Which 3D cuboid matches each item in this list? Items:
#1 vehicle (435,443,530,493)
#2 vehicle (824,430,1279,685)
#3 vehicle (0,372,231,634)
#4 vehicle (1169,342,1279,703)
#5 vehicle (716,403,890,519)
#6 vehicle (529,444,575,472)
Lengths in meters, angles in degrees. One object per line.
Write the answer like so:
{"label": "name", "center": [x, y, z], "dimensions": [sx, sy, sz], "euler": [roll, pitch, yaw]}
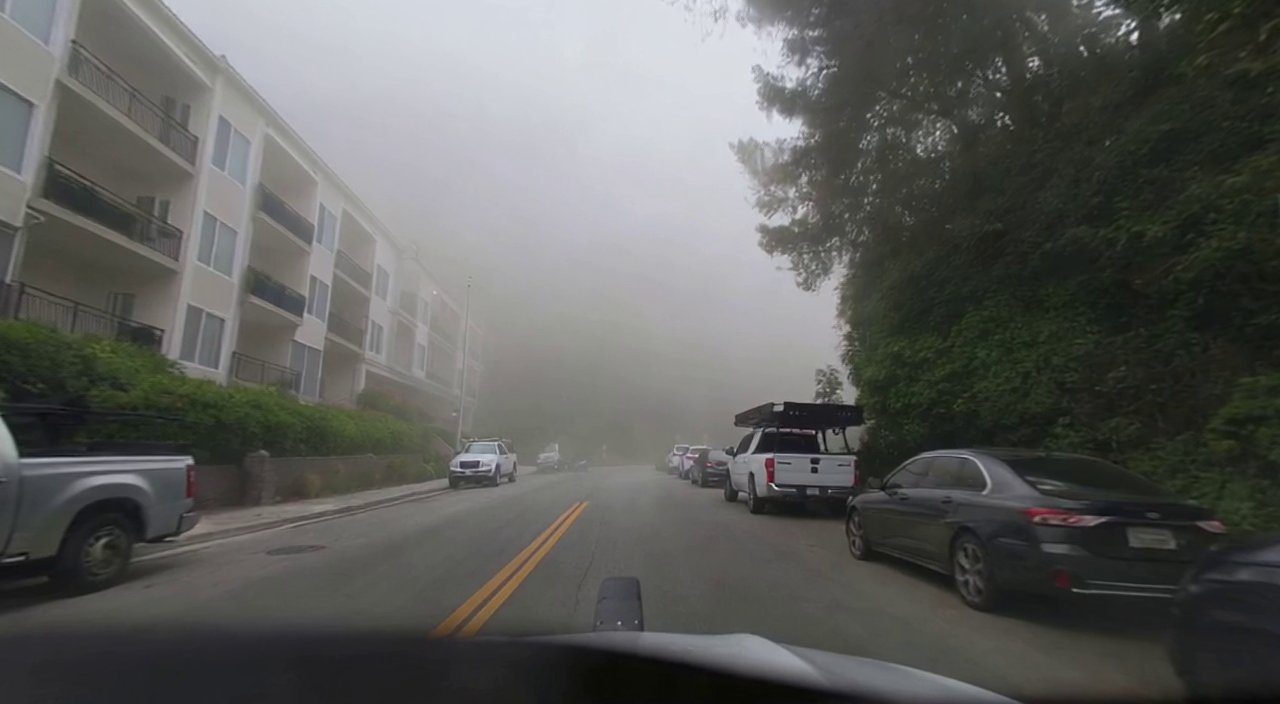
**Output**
{"label": "vehicle", "center": [-6.348, 4.752, 26.308], "dimensions": [2.374, 1.843, 5.638], "euler": [0, -9, 2]}
{"label": "vehicle", "center": [3.583, 1.596, 6.206], "dimensions": [1.866, 1.510, 4.615], "euler": [1, -9, -4]}
{"label": "vehicle", "center": [-6.063, 1.073, 4.214], "dimensions": [2.318, 1.999, 6.524], "euler": [1, -7, -1]}
{"label": "vehicle", "center": [3.374, 0.560, 0.389], "dimensions": [2.191, 1.749, 4.542], "euler": [0, -9, 2]}
{"label": "vehicle", "center": [3.430, 2.485, 14.729], "dimensions": [2.482, 2.184, 5.383], "euler": [0, -9, -1]}
{"label": "vehicle", "center": [-6.610, 8.180, 48.119], "dimensions": [2.692, 1.949, 5.948], "euler": [0, -12, -1]}
